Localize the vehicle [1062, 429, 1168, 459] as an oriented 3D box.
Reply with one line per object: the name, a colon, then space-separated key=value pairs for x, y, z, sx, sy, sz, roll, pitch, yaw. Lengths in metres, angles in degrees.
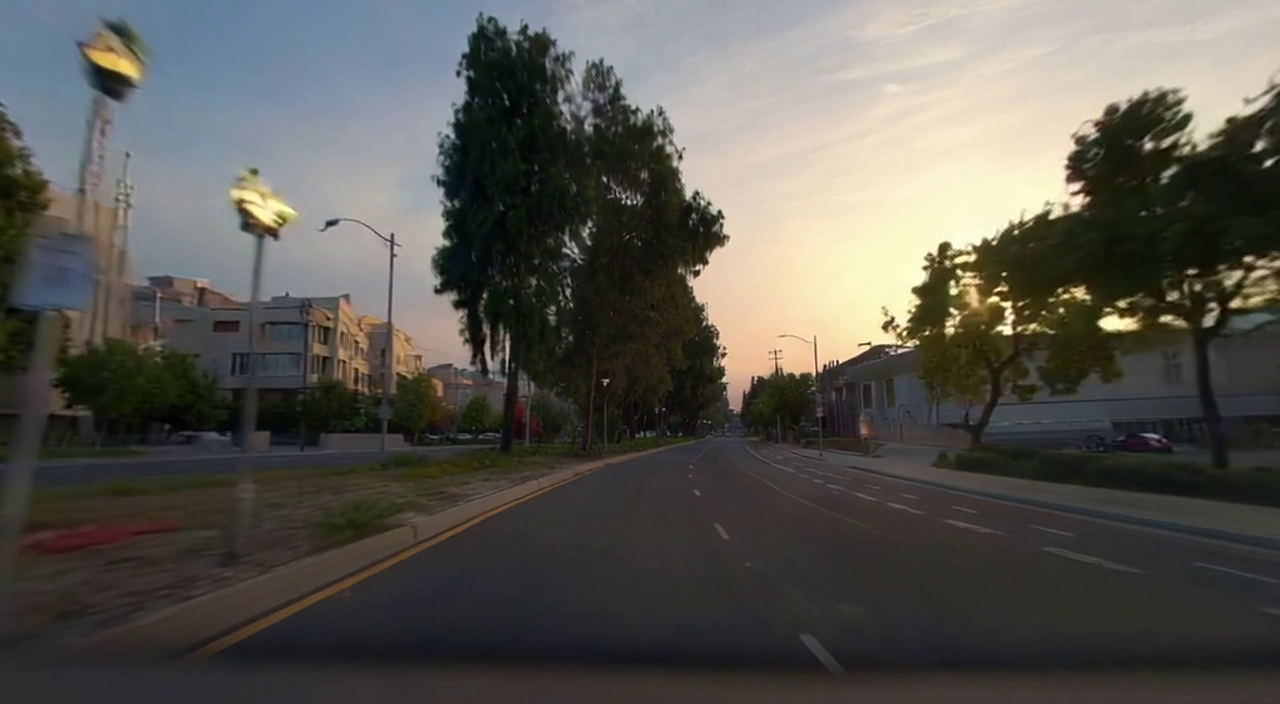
vehicle: x=33.840 y=6.571 z=45.180 sx=5.608 sy=2.033 sz=2.152 roll=-1 pitch=-8 yaw=5

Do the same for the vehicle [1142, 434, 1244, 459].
vehicle: x=32.736 y=5.601 z=37.471 sx=4.329 sy=1.466 sz=1.846 roll=0 pitch=-8 yaw=-1
